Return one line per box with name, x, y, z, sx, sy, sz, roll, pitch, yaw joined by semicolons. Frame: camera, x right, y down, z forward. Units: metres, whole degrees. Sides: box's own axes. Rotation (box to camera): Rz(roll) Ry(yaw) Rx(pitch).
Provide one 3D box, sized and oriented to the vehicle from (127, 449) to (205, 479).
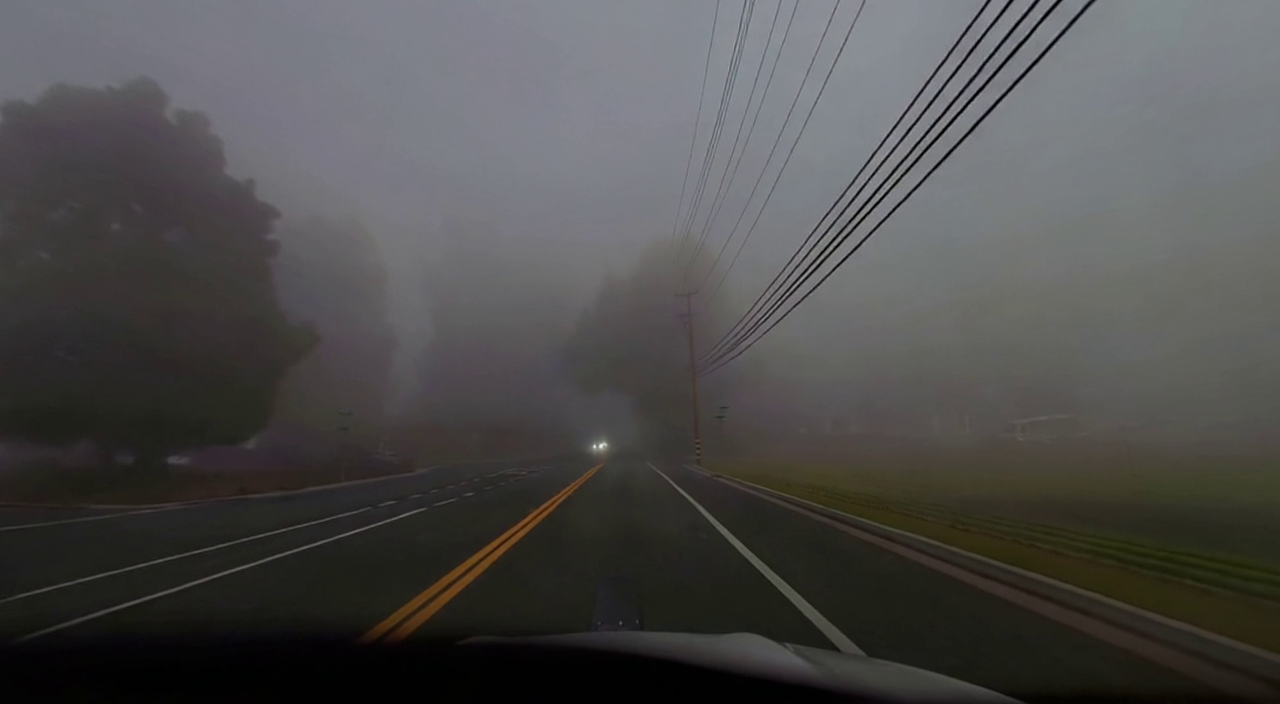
vehicle;-33.444;7.873;44.783;1.885;1.698;5.050;0;-6;-3
